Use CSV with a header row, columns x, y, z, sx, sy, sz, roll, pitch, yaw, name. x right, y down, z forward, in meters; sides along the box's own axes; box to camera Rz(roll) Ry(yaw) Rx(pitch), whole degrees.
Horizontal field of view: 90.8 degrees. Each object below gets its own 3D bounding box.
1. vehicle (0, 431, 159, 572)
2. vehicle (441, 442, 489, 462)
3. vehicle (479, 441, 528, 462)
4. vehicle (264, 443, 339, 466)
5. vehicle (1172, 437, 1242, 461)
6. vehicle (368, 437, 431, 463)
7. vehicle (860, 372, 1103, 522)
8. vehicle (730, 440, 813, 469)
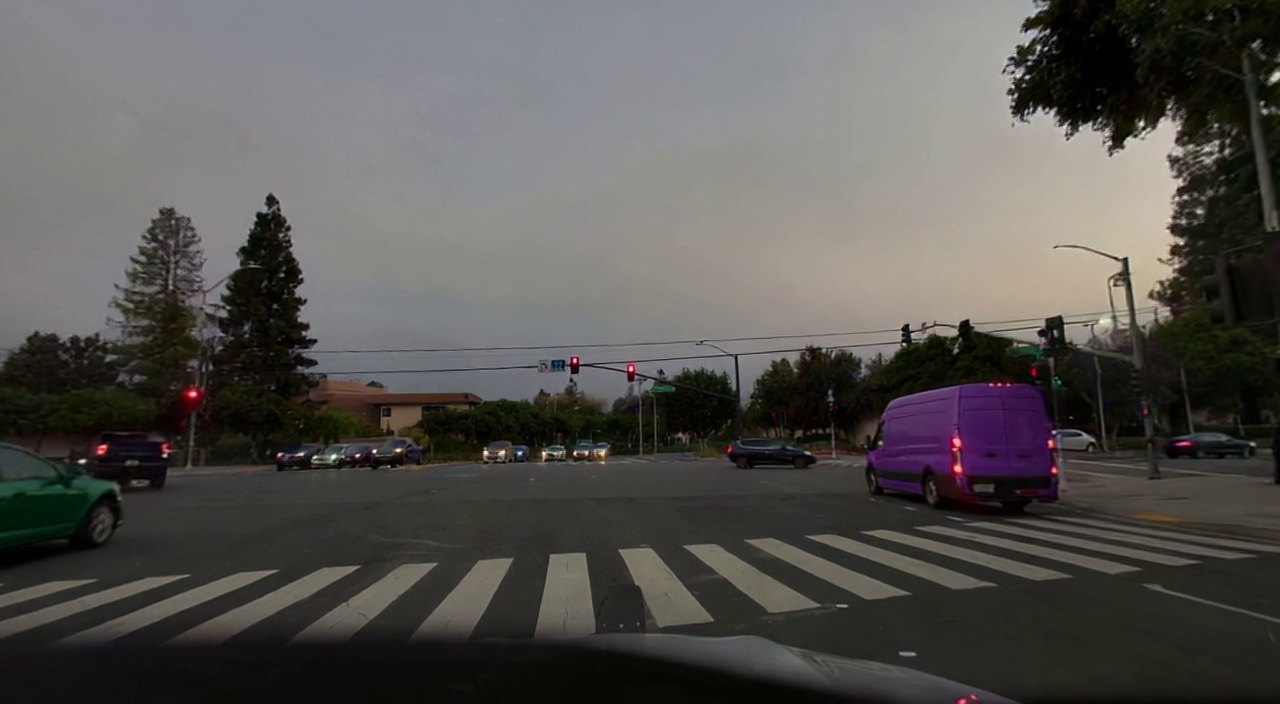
x,y,z,sx,sy,sz,roll,pitch,yaw,name
-7.388,1.501,6.329,1.824,1.414,4.597,1,-8,-5,vehicle
-13.192,7.587,47.860,1.845,1.426,4.289,-1,-9,8,vehicle
-10.160,7.464,47.388,2.097,1.484,4.596,-1,-9,8,vehicle
-21.844,6.639,40.973,1.859,1.415,4.591,-1,-9,8,vehicle
36.938,6.279,41.117,4.413,1.485,1.860,4,-10,-28,vehicle
-17.390,7.153,46.001,2.189,1.753,4.785,-1,-9,8,vehicle
6.684,2.002,13.388,2.332,2.511,5.326,-1,-9,3,vehicle
6.786,5.268,32.517,3.909,1.409,1.907,-3,-9,21,vehicle
